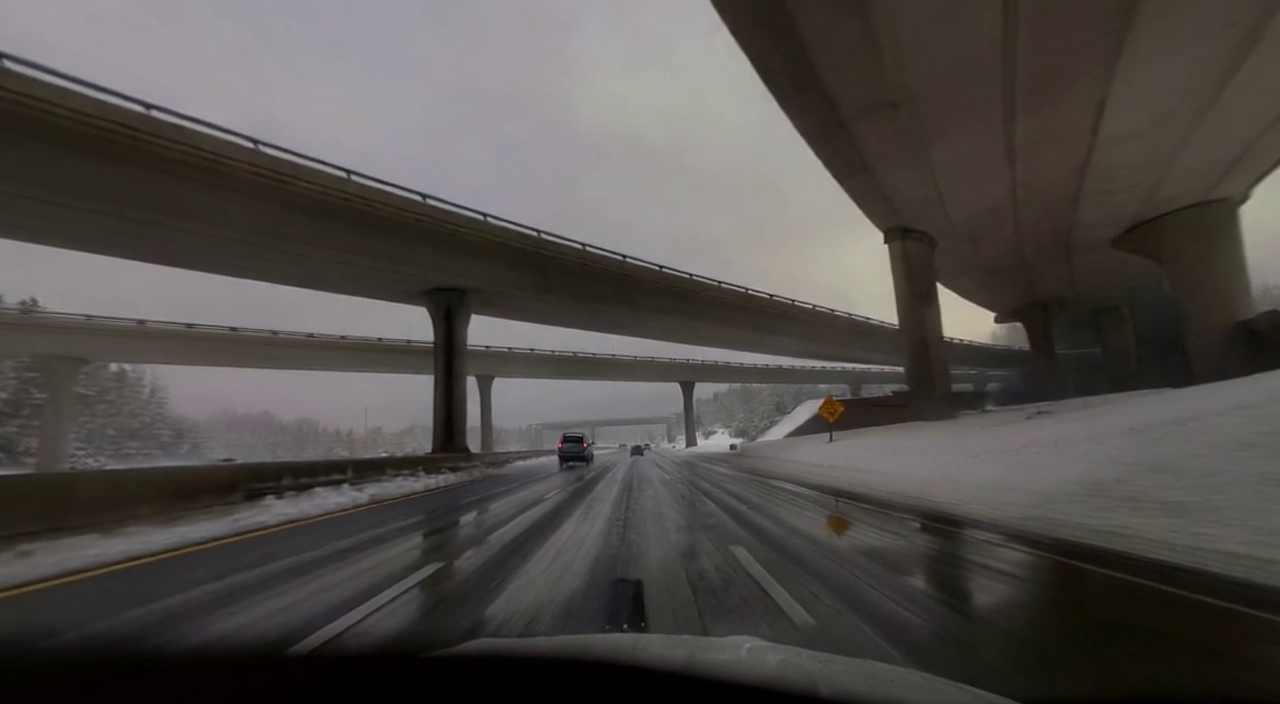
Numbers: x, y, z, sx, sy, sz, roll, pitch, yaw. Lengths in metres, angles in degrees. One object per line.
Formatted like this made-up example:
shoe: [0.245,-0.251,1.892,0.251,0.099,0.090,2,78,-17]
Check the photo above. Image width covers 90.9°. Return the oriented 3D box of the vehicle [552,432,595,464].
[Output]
vehicle: [-4.104,6.062,39.818,2.147,1.918,4.834,0,-8,1]

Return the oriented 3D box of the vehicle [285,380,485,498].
vehicle: [-7.378,2.815,19.860,2.872,2.890,7.923,1,-9,0]
